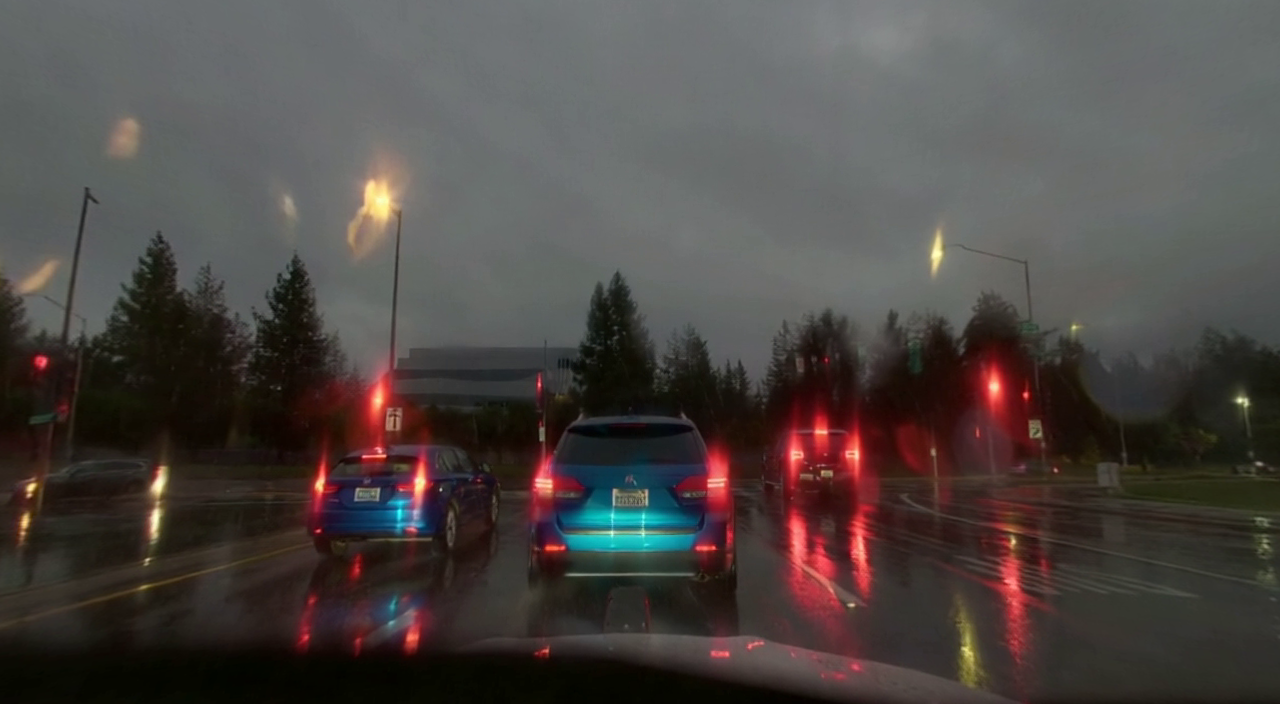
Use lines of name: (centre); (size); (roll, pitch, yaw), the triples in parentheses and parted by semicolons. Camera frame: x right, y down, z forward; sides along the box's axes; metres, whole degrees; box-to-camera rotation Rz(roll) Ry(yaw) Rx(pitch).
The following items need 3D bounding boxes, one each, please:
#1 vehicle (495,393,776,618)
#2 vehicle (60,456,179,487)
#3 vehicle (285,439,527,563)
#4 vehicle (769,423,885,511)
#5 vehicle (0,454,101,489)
vehicle: (-0.030, 1.521, 7.173); (2.203, 1.757, 4.286); (0, -8, 0)
vehicle: (-25.986, 5.950, 31.609); (4.140, 1.444, 1.742); (2, -9, -15)
vehicle: (-3.194, 2.098, 9.765); (1.913, 1.453, 4.413); (0, -8, 2)
vehicle: (4.811, 3.002, 16.912); (2.084, 2.053, 4.073); (-1, -8, 4)
vehicle: (-27.022, 5.286, 27.968); (4.198, 1.444, 1.765); (2, -9, -16)
